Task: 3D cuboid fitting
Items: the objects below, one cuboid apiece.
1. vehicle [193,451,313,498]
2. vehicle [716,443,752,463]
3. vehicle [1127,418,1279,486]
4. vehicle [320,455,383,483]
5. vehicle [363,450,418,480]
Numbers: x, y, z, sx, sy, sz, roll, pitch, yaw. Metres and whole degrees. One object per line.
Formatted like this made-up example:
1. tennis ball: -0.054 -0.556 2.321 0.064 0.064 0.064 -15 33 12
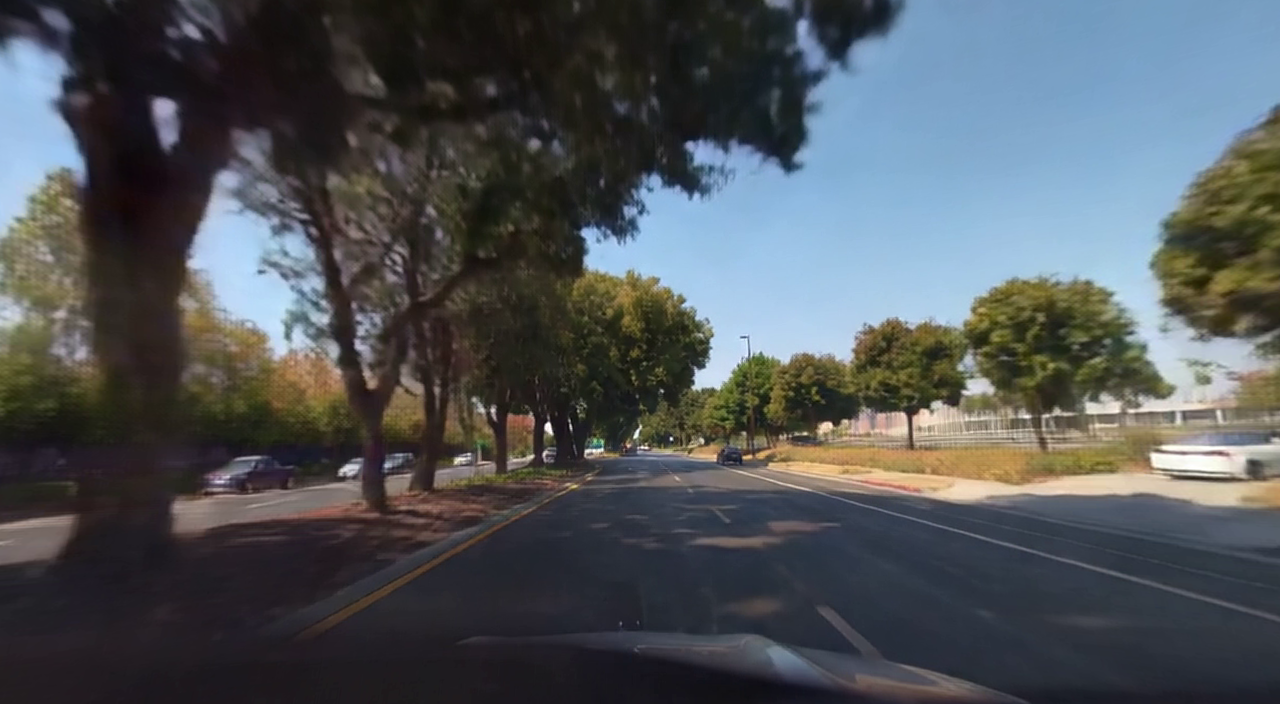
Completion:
1. vehicle: -17.726 5.604 29.393 1.999 1.875 5.842 0 -8 -2
2. vehicle: 7.282 7.909 49.482 1.961 1.465 4.468 0 -8 -2
3. vehicle: 14.628 2.422 15.381 3.979 1.523 1.792 0 -8 -1
4. vehicle: -17.892 7.240 39.410 1.851 1.563 4.336 0 -8 -1
5. vehicle: -17.799 8.022 45.336 1.926 1.684 5.378 -3 -7 -1
